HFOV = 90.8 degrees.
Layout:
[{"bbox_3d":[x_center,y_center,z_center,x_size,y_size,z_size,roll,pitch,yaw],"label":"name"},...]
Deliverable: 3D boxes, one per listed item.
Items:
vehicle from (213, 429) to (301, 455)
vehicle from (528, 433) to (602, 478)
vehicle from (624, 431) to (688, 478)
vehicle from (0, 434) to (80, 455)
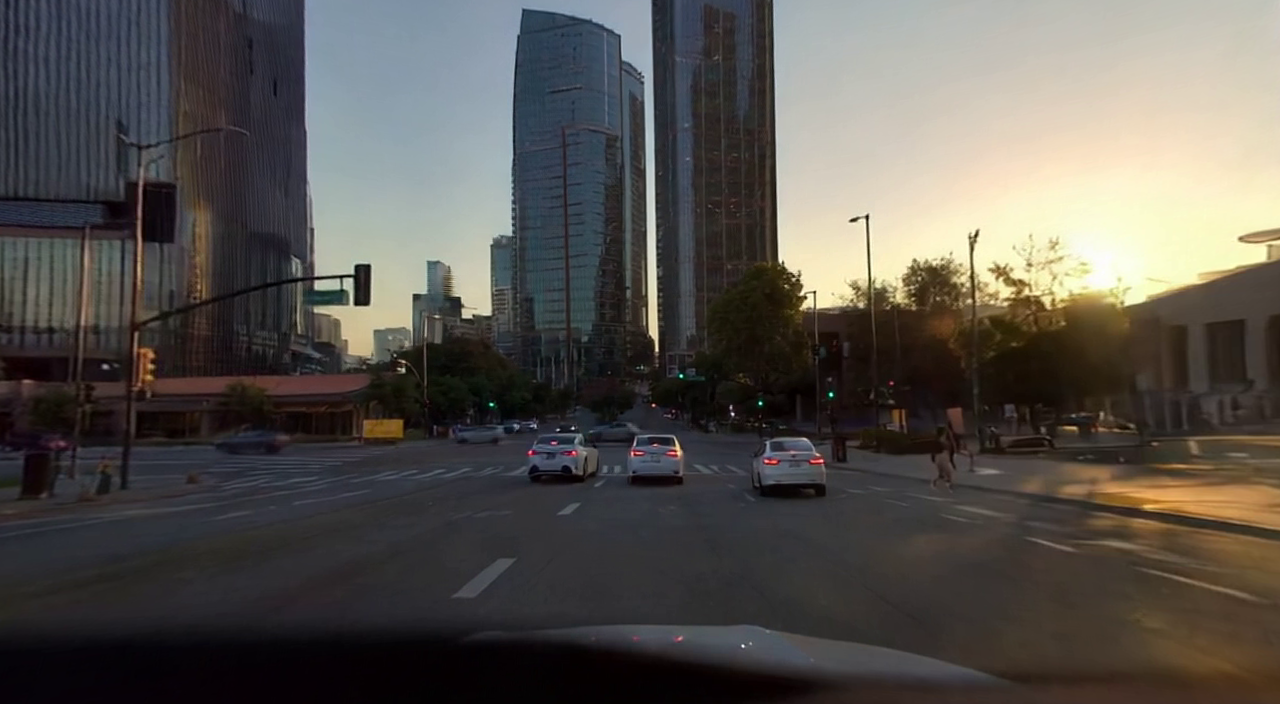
[{"bbox_3d":[-27.562,6.508,45.661,4.964,1.789,1.941,2,-9,-11],"label":"vehicle"},{"bbox_3d":[-2.609,3.738,23.105,1.995,1.479,4.627,0,-8,2],"label":"vehicle"},{"bbox_3d":[0.539,3.532,21.963,2.016,1.478,3.795,0,-8,1],"label":"vehicle"},{"bbox_3d":[-46.526,7.153,48.846,4.314,1.571,1.846,1,-9,-9],"label":"vehicle"}]
